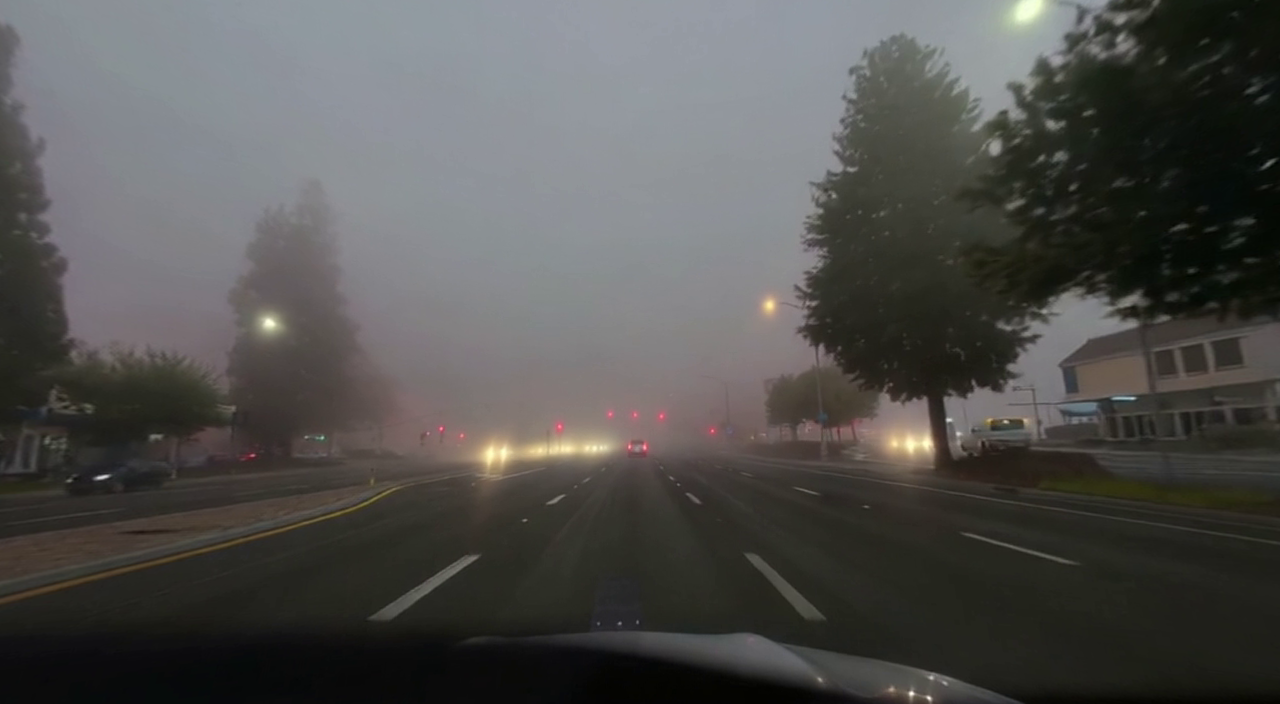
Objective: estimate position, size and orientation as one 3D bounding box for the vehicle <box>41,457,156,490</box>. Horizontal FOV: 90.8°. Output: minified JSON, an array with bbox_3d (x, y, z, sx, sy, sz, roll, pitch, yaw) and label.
[{"bbox_3d":[-26.882,6.016,31.583,1.865,1.453,4.391,0,-8,0],"label":"vehicle"}]

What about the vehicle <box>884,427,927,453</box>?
[{"bbox_3d":[17.793,5.932,42.505,1.944,1.646,4.594,-3,-9,14],"label":"vehicle"}]

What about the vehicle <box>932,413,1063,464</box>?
[{"bbox_3d":[14.038,3.493,25.386,2.249,1.793,5.763,-1,-8,4],"label":"vehicle"}]
